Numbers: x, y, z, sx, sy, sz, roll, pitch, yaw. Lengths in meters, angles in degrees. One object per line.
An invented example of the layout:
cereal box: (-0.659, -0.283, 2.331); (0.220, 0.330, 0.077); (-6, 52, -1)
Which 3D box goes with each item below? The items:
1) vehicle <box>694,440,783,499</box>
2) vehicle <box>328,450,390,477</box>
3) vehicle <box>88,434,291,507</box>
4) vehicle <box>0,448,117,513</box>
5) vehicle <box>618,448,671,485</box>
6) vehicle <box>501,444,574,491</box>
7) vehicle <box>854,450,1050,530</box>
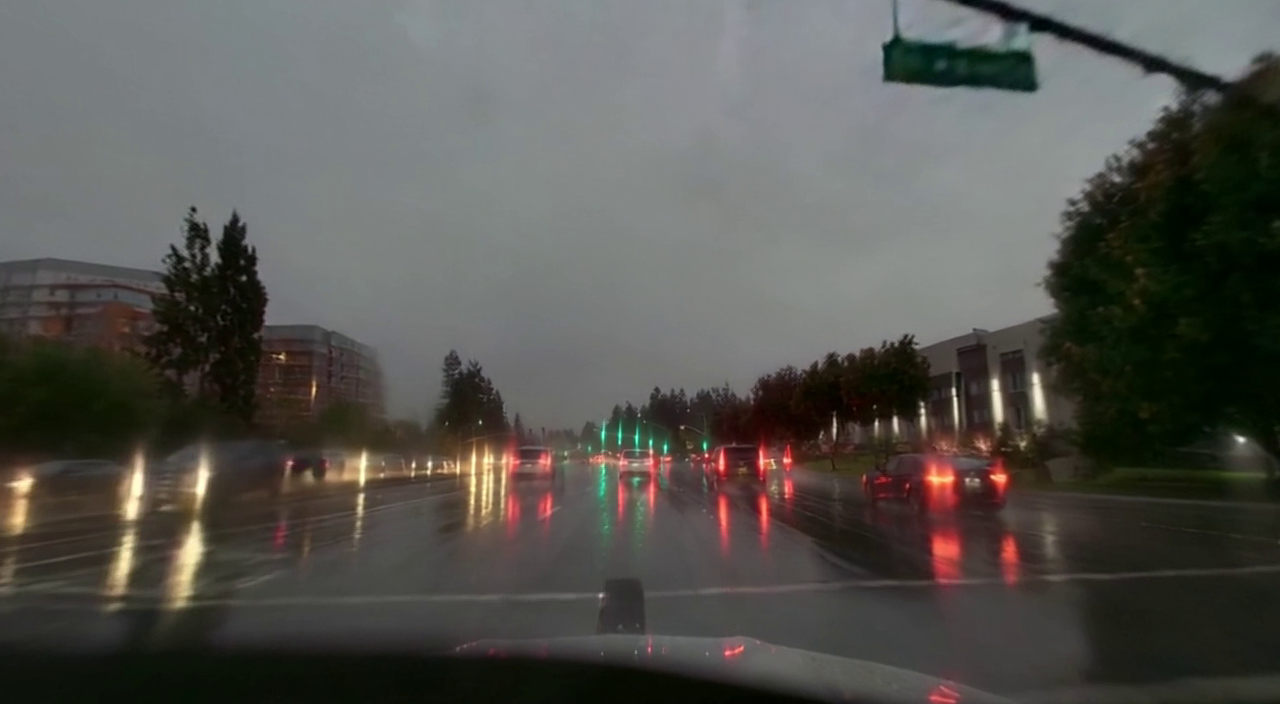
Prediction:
vehicle: (3.141, 3.831, 21.064); (2.161, 1.716, 4.194); (0, -8, -2)
vehicle: (-19.077, 7.557, 43.129); (2.186, 1.676, 4.444); (-1, -8, -1)
vehicle: (-12.622, 3.329, 18.286); (2.259, 1.804, 4.990); (0, -8, -1)
vehicle: (-15.455, 3.095, 15.355); (1.871, 1.449, 4.254); (-1, -8, -1)
vehicle: (0.130, 5.020, 28.031); (2.155, 1.486, 4.403); (0, -8, -1)
vehicle: (-3.935, 4.492, 25.050); (2.172, 1.671, 4.175); (0, -8, 0)
vehicle: (6.423, 2.851, 13.693); (1.945, 1.408, 4.288); (0, -8, -2)
